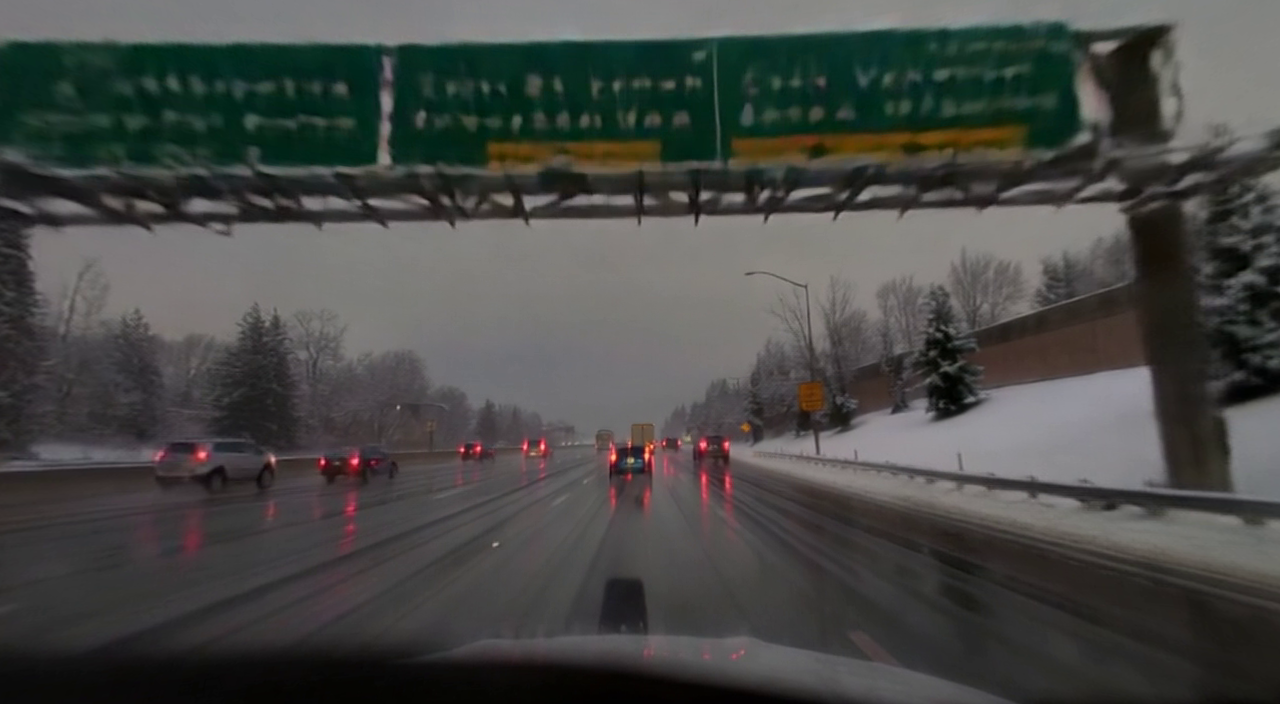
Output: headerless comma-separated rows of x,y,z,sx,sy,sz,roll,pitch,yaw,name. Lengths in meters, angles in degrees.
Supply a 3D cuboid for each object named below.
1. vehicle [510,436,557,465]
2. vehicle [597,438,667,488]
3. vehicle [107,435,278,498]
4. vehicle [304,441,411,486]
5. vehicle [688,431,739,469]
-6.534,6.124,39.155,2.060,1.669,4.242,0,-8,1,vehicle
-0.189,3.564,20.655,2.042,1.446,4.269,0,-8,1,vehicle
-13.750,3.524,19.809,2.045,1.712,4.457,0,-8,1,vehicle
-10.481,4.147,23.802,1.961,1.510,4.260,0,-8,1,vehicle
3.612,4.930,31.945,2.001,1.771,4.250,0,-8,-1,vehicle
